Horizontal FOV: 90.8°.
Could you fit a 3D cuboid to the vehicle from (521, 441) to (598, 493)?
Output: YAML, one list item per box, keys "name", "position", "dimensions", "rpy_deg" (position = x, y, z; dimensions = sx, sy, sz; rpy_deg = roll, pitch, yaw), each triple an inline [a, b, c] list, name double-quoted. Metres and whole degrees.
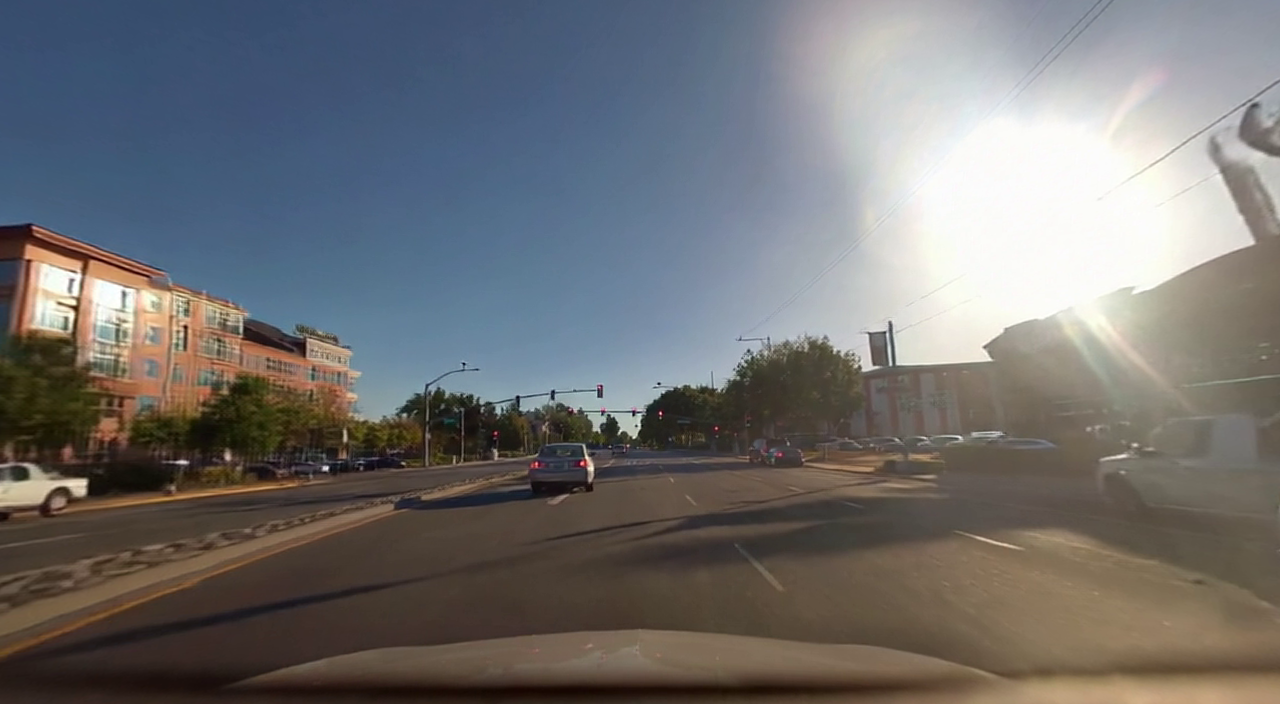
- name: "vehicle"
  position: [-2.464, 3.638, 20.318]
  dimensions: [2.185, 1.473, 3.925]
  rpy_deg: [0, -8, -3]

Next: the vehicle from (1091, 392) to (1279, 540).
- name: "vehicle"
  position: [10.355, 1.753, 9.878]
  dimensions: [2.266, 2.118, 5.742]
  rpy_deg: [0, -8, -1]

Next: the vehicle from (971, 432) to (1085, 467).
- name: "vehicle"
  position: [19.986, 5.030, 32.651]
  dimensions: [4.729, 1.706, 1.922]
  rpy_deg: [-7, -11, 37]

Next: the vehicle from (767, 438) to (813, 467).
- name: "vehicle"
  position: [10.356, 6.973, 43.920]
  dimensions: [1.998, 1.862, 4.658]
  rpy_deg: [0, -8, 0]
